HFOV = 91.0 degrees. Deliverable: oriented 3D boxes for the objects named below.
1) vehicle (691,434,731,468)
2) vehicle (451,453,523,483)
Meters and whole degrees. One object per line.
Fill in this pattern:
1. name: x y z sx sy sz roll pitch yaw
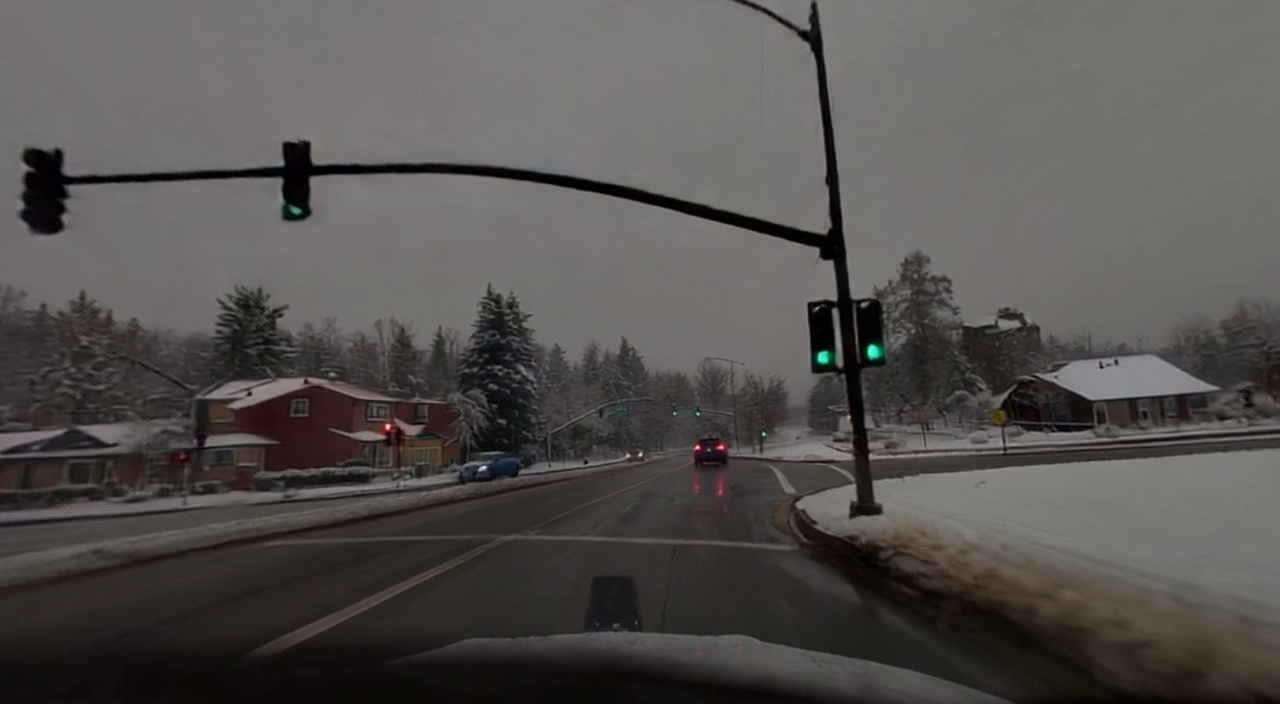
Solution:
1. vehicle: 4.392 5.964 38.140 2.059 1.908 4.714 -2 -9 10
2. vehicle: -8.331 6.338 34.781 1.916 1.484 4.867 -2 -9 12
